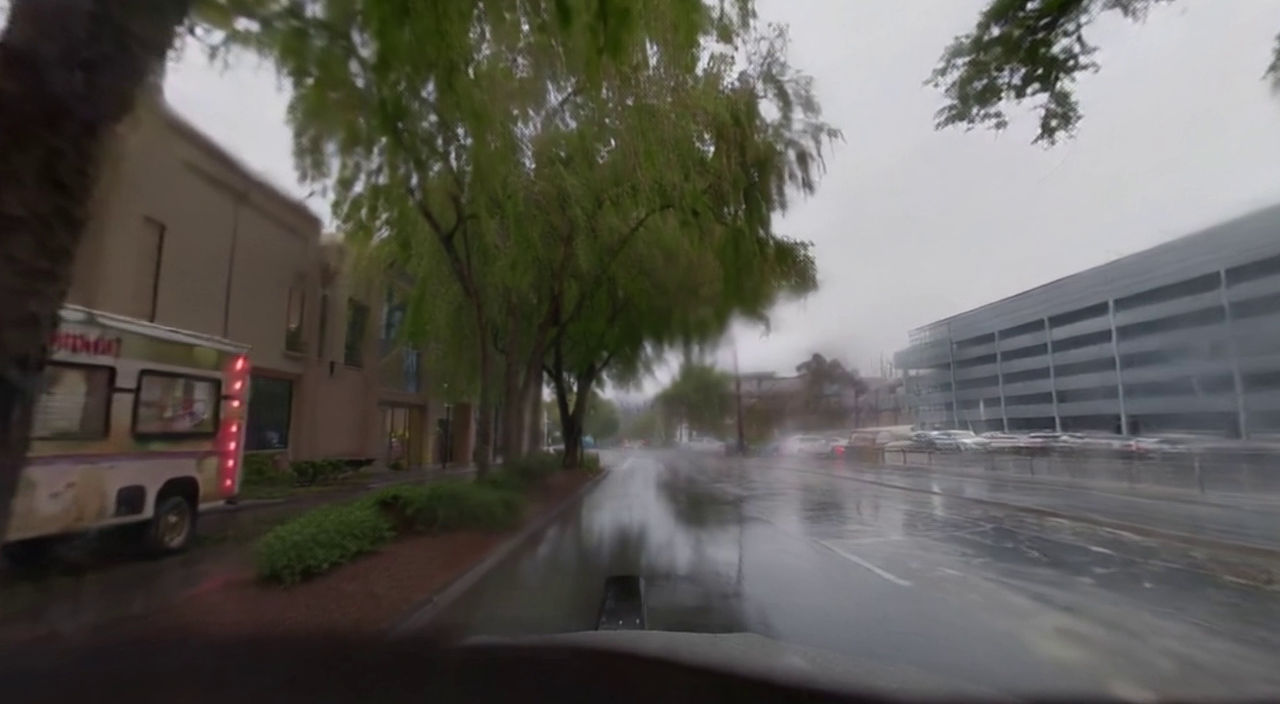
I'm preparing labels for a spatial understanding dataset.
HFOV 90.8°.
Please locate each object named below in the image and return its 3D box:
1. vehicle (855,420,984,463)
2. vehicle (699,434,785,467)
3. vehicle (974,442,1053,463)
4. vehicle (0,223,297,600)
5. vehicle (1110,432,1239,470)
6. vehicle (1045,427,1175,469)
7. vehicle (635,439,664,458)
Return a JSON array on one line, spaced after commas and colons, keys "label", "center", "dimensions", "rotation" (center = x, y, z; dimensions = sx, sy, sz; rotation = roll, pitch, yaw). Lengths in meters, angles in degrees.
[{"label": "vehicle", "center": [14.324, 4.620, 32.672], "dimensions": [5.540, 2.045, 2.259], "rotation": [0, -8, -1]}, {"label": "vehicle", "center": [5.812, 5.561, 35.735], "dimensions": [4.626, 1.723, 1.939], "rotation": [5, -10, -32]}, {"label": "vehicle", "center": [27.226, 7.339, 46.105], "dimensions": [4.558, 1.452, 1.790], "rotation": [0, -8, 0]}, {"label": "vehicle", "center": [-7.026, 0.697, 6.576], "dimensions": [2.968, 3.222, 7.036], "rotation": [-1, -8, -1]}, {"label": "vehicle", "center": [27.152, 5.043, 32.217], "dimensions": [4.591, 1.808, 2.016], "rotation": [0, -8, 1]}, {"label": "vehicle", "center": [26.403, 5.402, 35.633], "dimensions": [5.596, 2.168, 2.307], "rotation": [2, -8, -3]}, {"label": "vehicle", "center": [0.702, 7.460, 48.858], "dimensions": [2.046, 1.445, 4.001], "rotation": [0, -8, -2]}]
